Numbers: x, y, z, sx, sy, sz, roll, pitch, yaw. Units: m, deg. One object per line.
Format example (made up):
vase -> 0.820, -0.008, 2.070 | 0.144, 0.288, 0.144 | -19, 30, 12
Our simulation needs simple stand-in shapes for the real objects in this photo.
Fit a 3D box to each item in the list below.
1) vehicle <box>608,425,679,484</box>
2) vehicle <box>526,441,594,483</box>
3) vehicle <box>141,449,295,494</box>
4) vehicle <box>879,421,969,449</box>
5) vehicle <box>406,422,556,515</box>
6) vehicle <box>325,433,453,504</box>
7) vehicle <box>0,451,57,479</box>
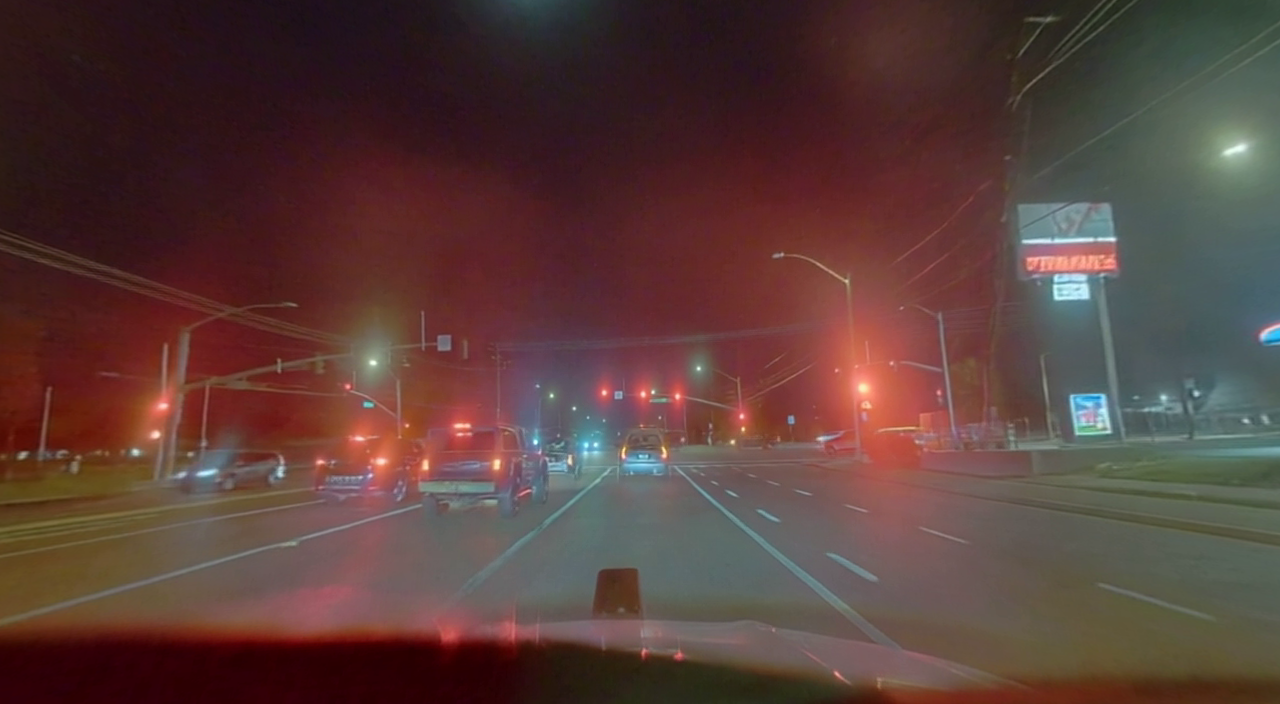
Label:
vehicle -> 0.129, 3.614, 22.403 | 2.224, 1.819, 5.005 | 0, -9, 1
vehicle -> -2.881, 4.069, 23.667 | 1.881, 1.424, 4.098 | -1, -9, 2
vehicle -> -17.280, 4.886, 26.405 | 2.299, 1.616, 5.765 | -1, -9, 2
vehicle -> 20.940, 6.205, 46.868 | 5.782, 1.950, 2.225 | -3, -9, 19
vehicle -> -3.263, 2.519, 14.036 | 2.096, 1.718, 4.266 | -1, -9, 2
vehicle -> -6.366, 2.989, 16.524 | 1.790, 1.605, 3.696 | 0, -9, 0
vehicle -> -45.468, 8.055, 44.956 | 5.808, 1.893, 2.225 | -1, -9, 3
